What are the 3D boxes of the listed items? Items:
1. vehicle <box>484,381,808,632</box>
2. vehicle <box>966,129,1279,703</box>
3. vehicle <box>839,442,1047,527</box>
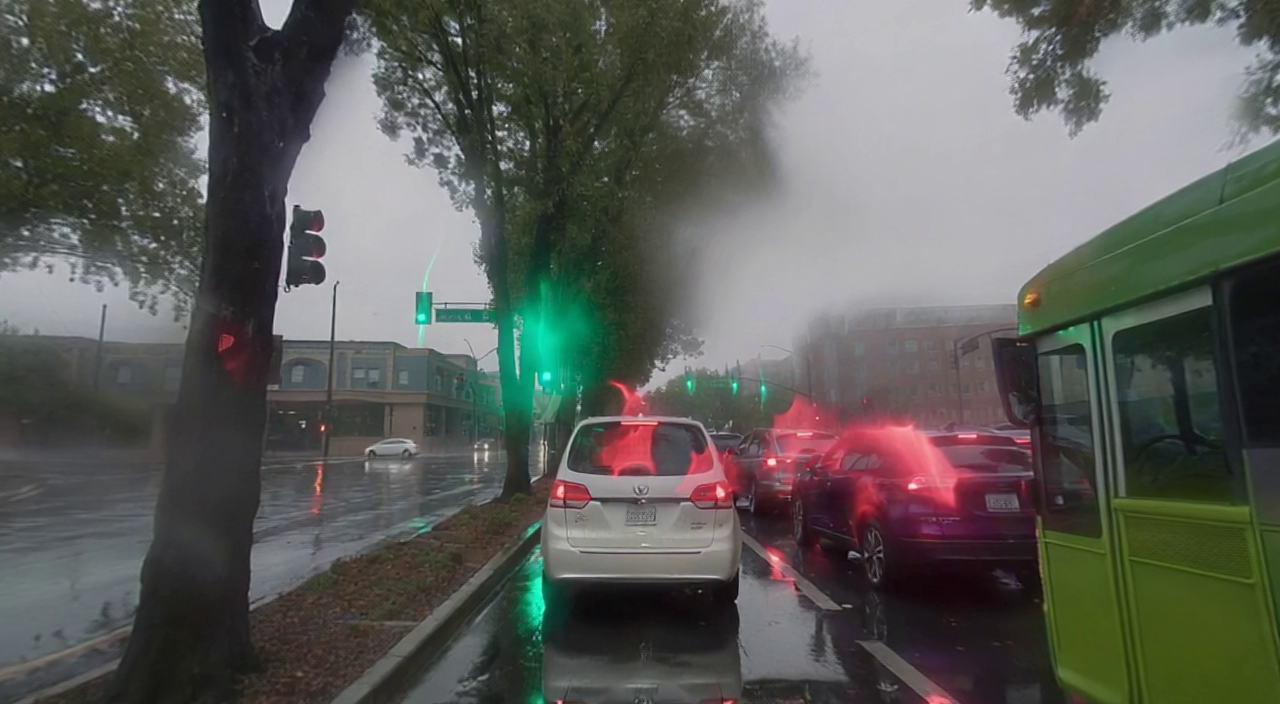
[{"bbox_3d":[0.018,1.475,7.012,2.381,1.842,4.603,0,-8,-1],"label":"vehicle"},{"bbox_3d":[2.618,0.318,0.431,2.037,2.065,5.037,0,-8,0],"label":"vehicle"},{"bbox_3d":[5.986,2.639,13.228,1.987,1.457,4.675,0,-8,-1],"label":"vehicle"}]
